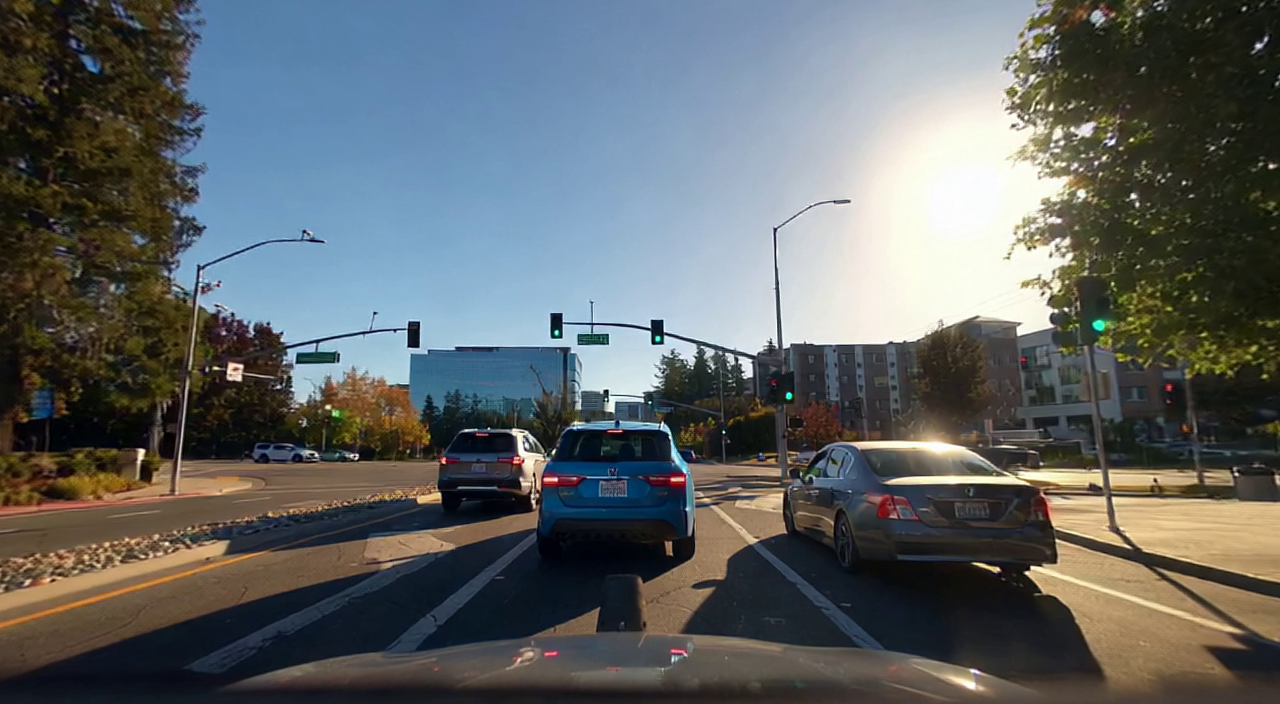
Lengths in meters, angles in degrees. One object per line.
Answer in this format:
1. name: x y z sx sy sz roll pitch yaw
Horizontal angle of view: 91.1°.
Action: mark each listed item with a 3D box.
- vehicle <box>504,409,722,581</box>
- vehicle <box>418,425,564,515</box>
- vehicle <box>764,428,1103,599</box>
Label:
1. vehicle: -0.244 1.700 8.277 2.108 1.654 4.235 0 -8 0
2. vehicle: -3.000 2.483 13.640 1.987 1.633 4.005 0 -8 3
3. vehicle: 3.017 1.750 7.805 2.056 1.468 4.520 0 -8 0
